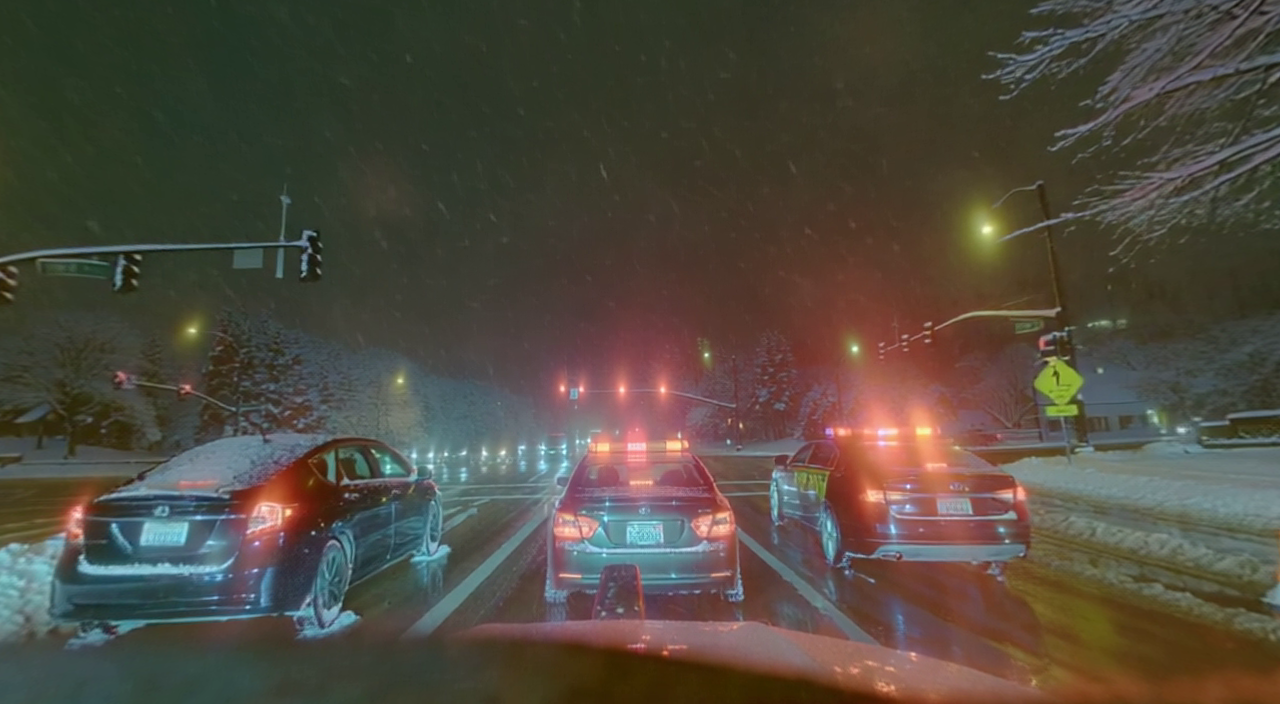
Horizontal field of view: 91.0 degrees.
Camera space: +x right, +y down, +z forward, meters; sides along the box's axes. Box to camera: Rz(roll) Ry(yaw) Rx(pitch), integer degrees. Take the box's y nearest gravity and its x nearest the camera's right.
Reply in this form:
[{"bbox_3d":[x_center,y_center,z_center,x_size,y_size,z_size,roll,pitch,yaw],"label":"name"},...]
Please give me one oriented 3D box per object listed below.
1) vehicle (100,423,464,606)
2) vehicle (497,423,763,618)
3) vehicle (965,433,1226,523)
[{"bbox_3d":[-3.608,1.681,7.397,1.863,1.526,4.006,0,-9,1],"label":"vehicle"},{"bbox_3d":[-0.124,1.631,7.113,2.061,1.486,4.332,0,-8,-1],"label":"vehicle"},{"bbox_3d":[9.356,2.588,13.595,1.957,1.576,4.670,0,-9,-3],"label":"vehicle"}]
